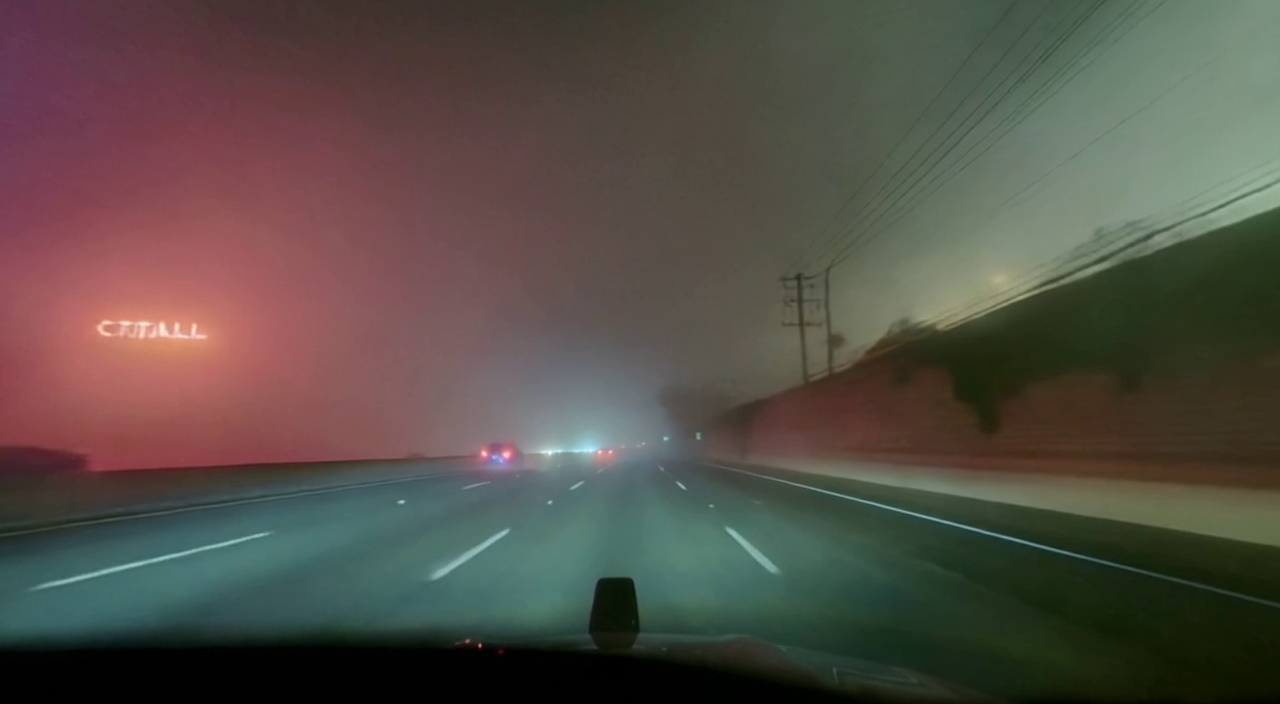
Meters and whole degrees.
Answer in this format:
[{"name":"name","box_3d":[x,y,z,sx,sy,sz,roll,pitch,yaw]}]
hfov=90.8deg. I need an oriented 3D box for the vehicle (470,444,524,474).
[{"name":"vehicle","box_3d":[-7.837,5.889,35.023,2.013,1.574,3.923,0,-8,0]}]
